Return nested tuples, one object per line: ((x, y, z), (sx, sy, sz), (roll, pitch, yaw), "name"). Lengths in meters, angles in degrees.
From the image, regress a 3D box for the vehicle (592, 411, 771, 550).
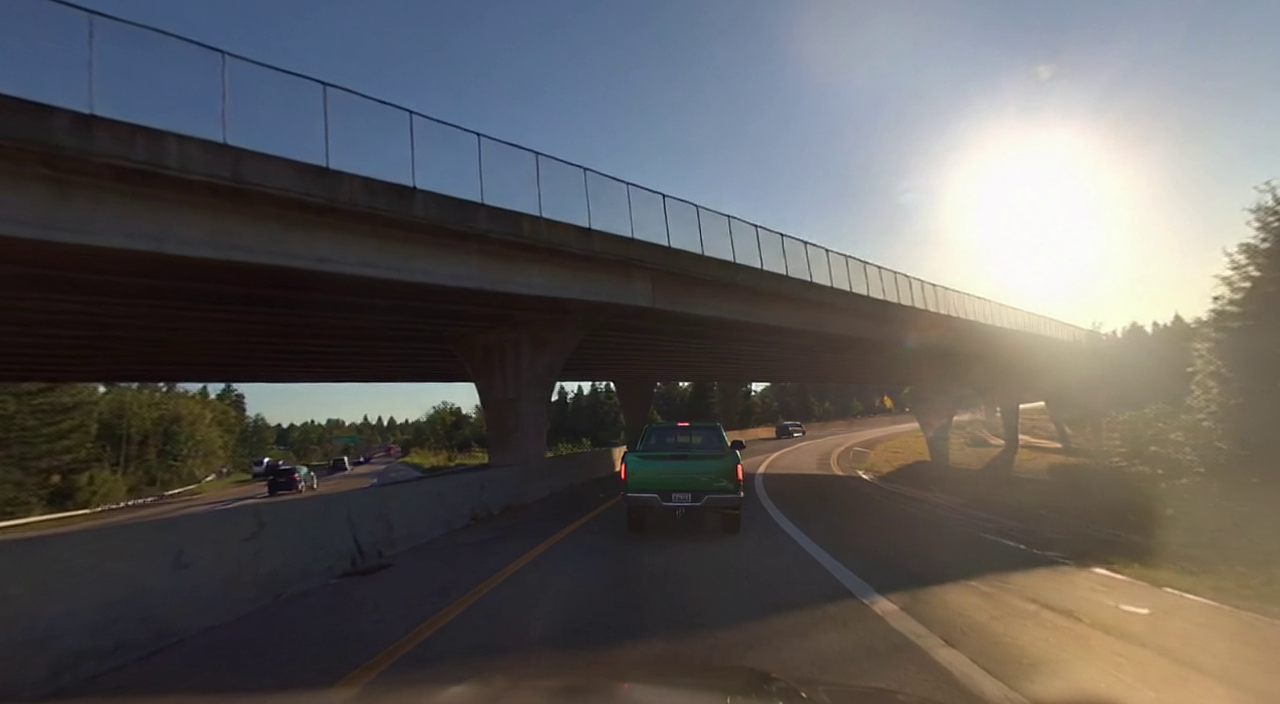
((0.695, 1.935, 10.177), (2.235, 1.716, 4.435), (-1, -8, 5), "vehicle")
